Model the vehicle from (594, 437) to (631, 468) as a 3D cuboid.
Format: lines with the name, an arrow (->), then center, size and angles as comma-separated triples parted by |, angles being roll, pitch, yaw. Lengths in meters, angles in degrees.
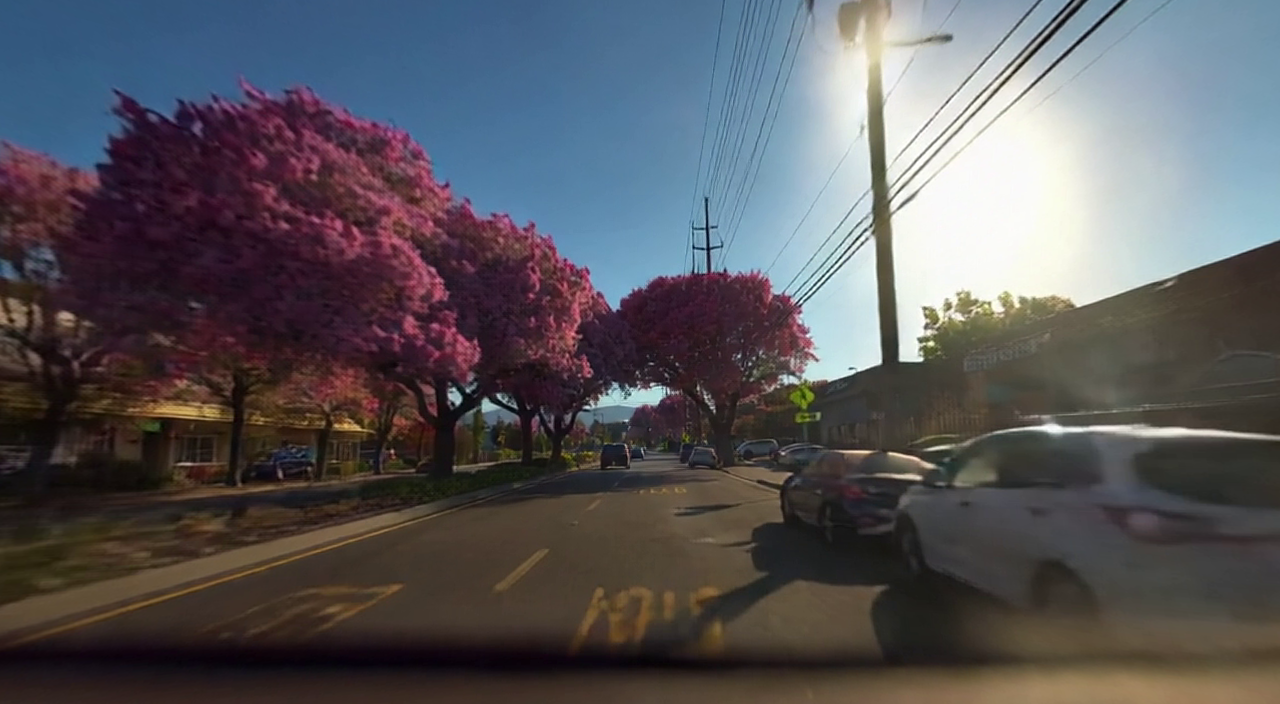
vehicle -> -1.827, 6.912, 43.396 | 2.202, 1.961, 4.980 | 0, -9, 1

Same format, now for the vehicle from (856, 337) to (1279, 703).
vehicle -> 3.233, 1.118, 4.255 | 1.896, 1.725, 4.500 | 0, -9, -1

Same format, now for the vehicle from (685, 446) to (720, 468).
vehicle -> 4.395, 7.442, 44.862 | 2.042, 1.465, 4.455 | 0, -9, 0
